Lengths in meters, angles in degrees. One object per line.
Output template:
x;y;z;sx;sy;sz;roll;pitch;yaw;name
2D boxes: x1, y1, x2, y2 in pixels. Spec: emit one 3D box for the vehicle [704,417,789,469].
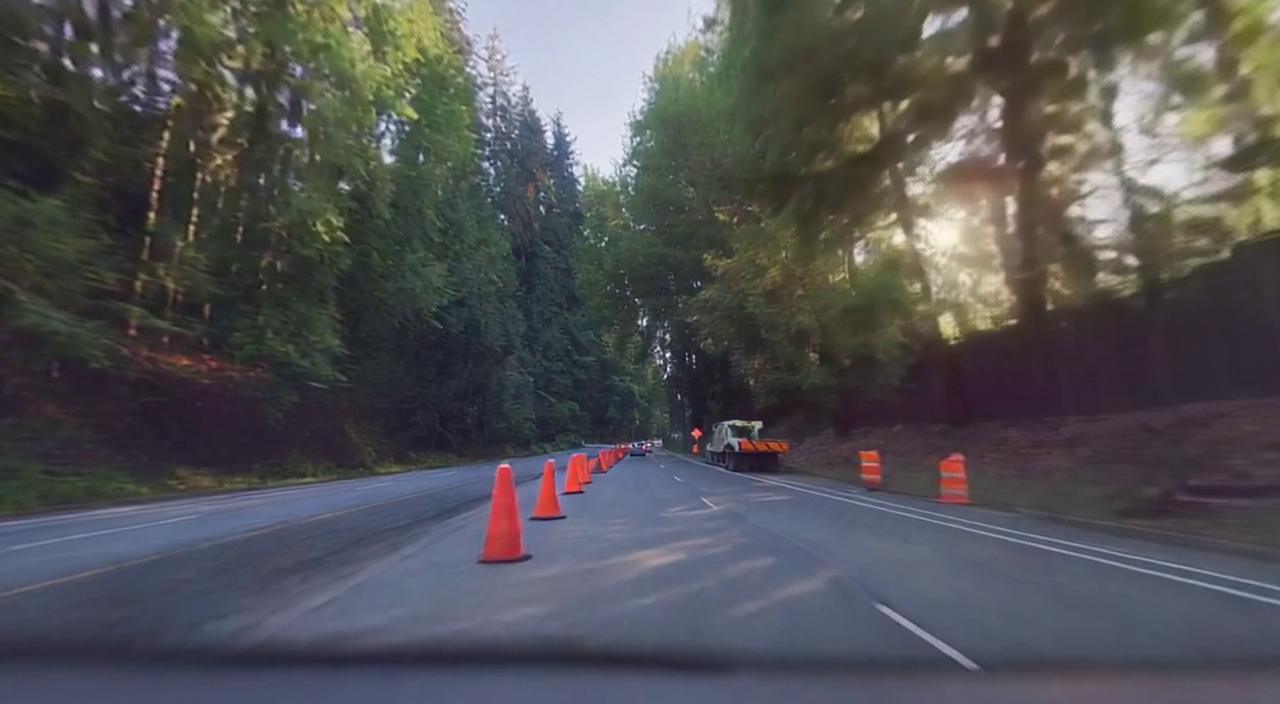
6.312;5.500;38.061;2.390;2.899;4.603;6;-10;-35;vehicle
